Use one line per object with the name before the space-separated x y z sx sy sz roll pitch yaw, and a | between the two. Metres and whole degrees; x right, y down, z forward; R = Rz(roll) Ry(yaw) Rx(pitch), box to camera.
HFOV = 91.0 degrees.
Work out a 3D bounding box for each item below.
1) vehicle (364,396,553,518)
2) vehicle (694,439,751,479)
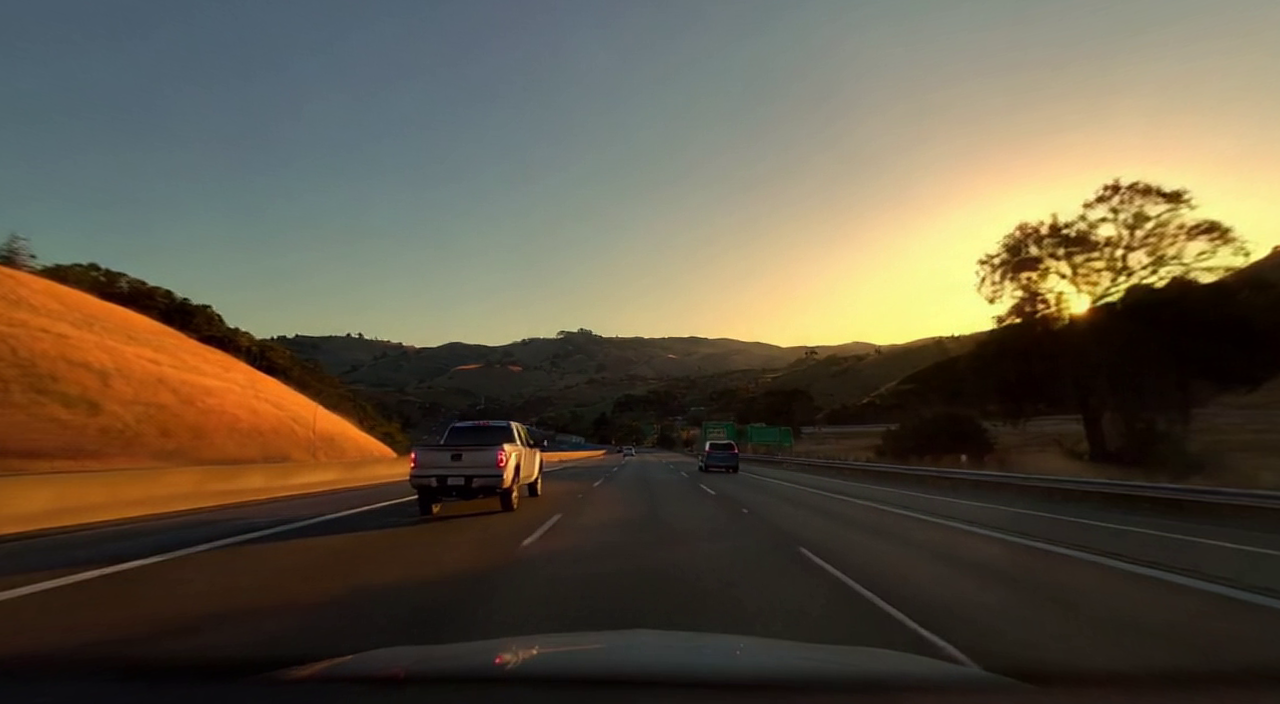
vehicle | -3.748 2.399 14.718 2.496 2.203 6.317 0 -9 0
vehicle | 3.687 4.877 29.005 2.095 1.668 4.135 0 -9 0
